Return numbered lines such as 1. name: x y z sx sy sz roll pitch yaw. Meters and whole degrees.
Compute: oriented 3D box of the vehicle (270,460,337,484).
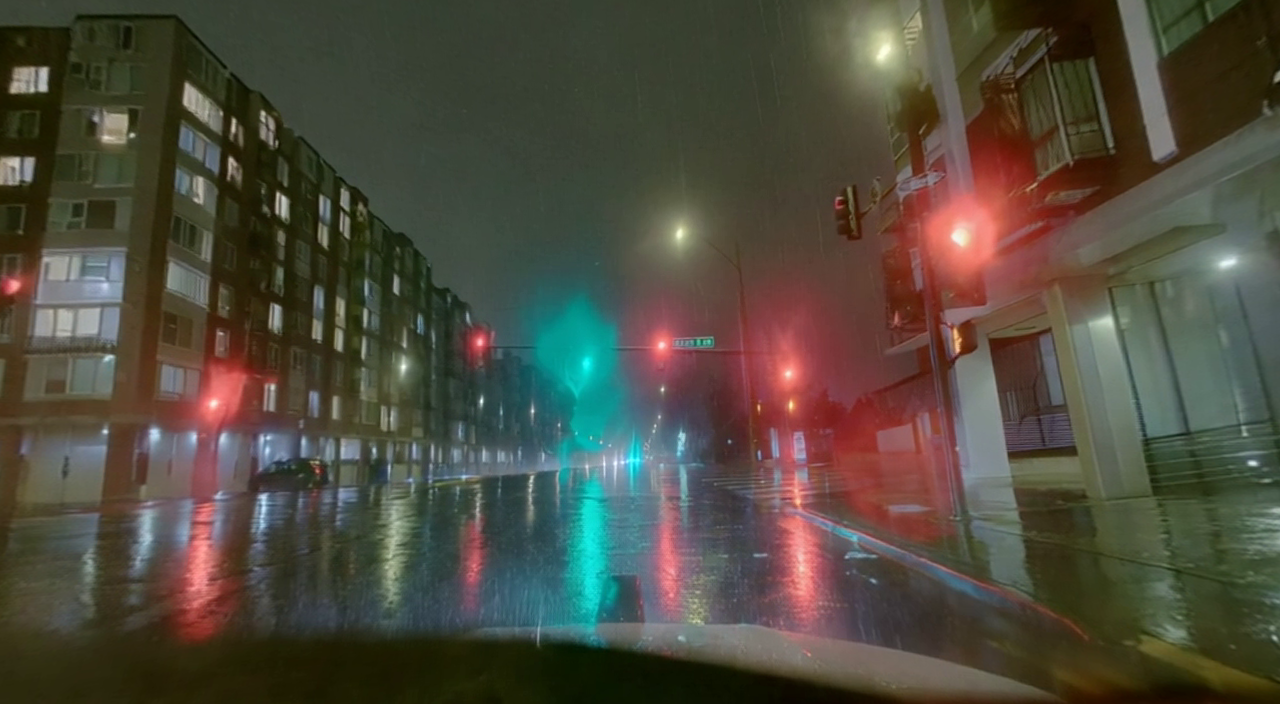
1. vehicle: -24.668 8.806 46.275 3.882 1.600 1.768 0 -9 2
